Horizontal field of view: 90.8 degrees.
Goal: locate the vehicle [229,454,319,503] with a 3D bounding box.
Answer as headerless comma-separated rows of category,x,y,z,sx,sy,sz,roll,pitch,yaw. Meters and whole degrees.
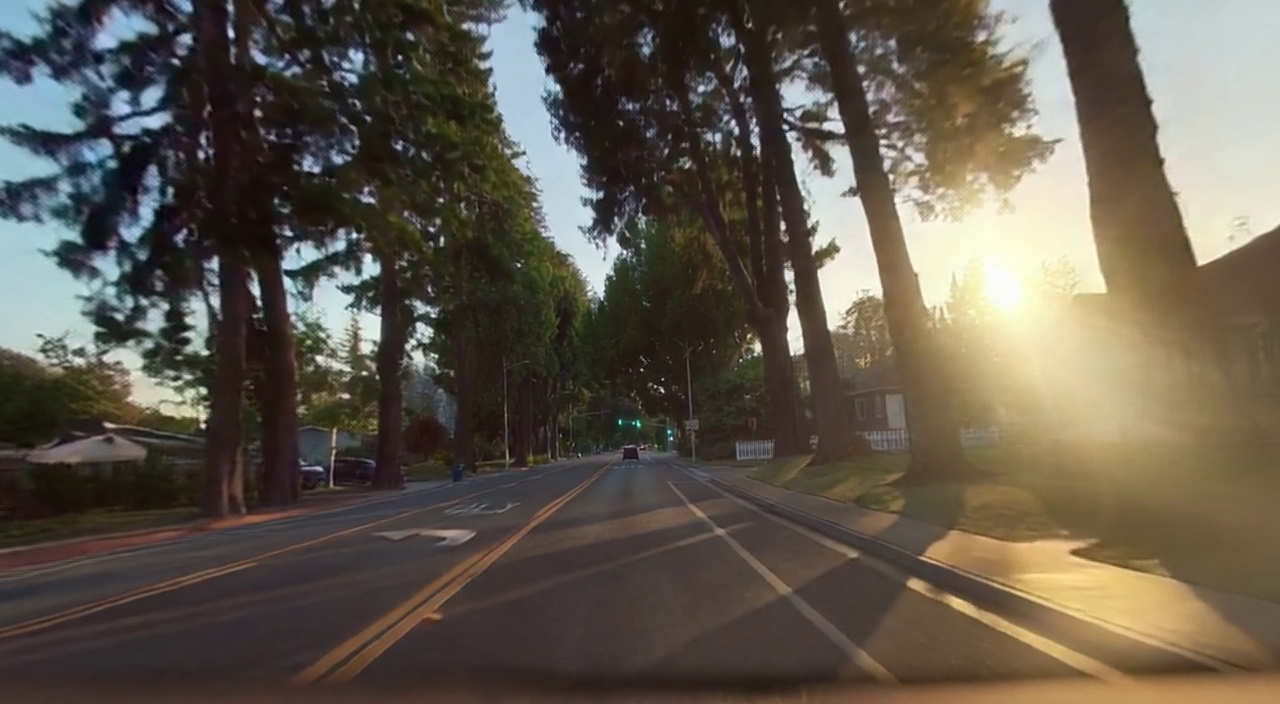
vehicle,-16.671,5.720,29.157,2.378,1.922,5.801,1,-9,-18

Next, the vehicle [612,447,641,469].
vehicle,-0.995,7.893,47.151,2.104,1.500,3.815,0,-9,-1

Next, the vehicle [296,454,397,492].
vehicle,-16.159,6.666,35.049,2.043,1.803,4.631,-12,-13,37
